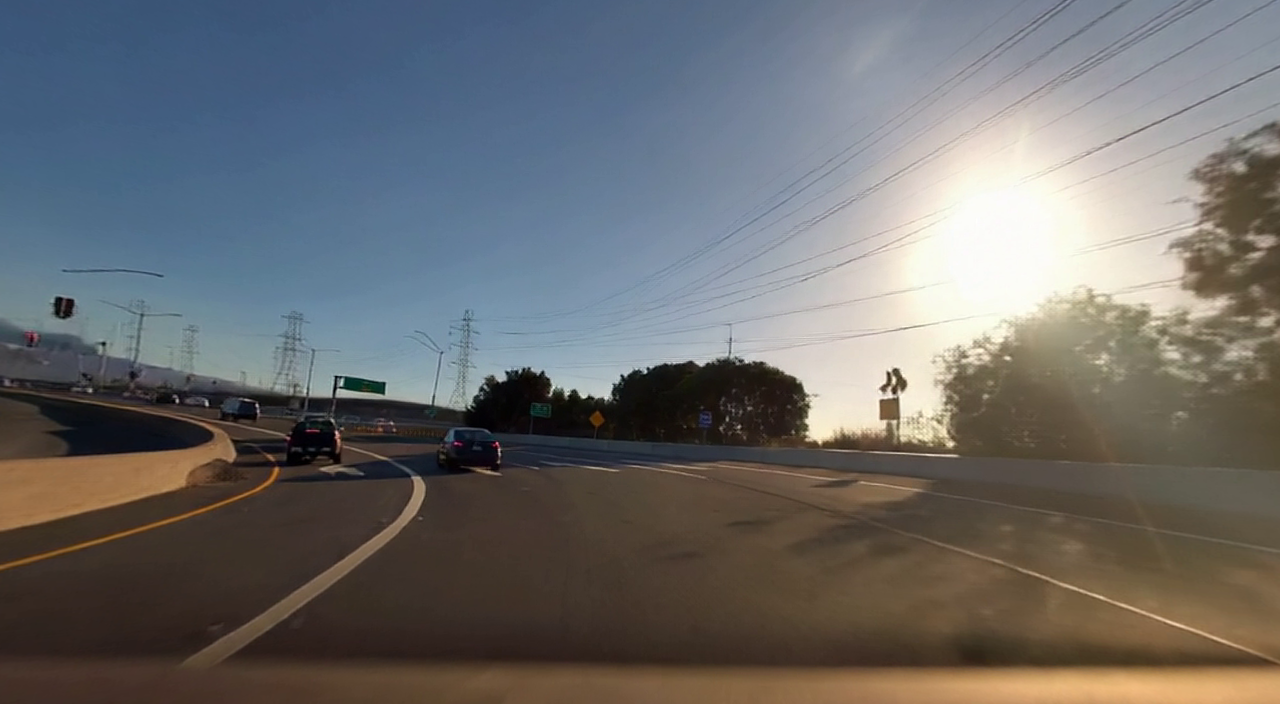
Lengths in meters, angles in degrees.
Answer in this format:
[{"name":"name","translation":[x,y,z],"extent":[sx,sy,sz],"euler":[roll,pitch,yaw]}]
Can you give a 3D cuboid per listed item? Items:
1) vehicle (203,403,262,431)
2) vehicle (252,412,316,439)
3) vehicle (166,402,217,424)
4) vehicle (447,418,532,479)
[{"name":"vehicle","translation":[-28.559,4.619,44.125],"extent":[4.285,1.747,2.076],"euler":[-7,-11,38]},{"name":"vehicle","translation":[-21.922,4.564,38.718],"extent":[4.623,1.501,2.033],"euler":[-8,-12,43]},{"name":"vehicle","translation":[-34.401,4.704,48.355],"extent":[4.459,1.486,1.763],"euler":[-7,-11,36]},{"name":"vehicle","translation":[-4.970,3.124,20.427],"extent":[2.140,1.724,4.304],"euler":[3,-9,-20]}]
